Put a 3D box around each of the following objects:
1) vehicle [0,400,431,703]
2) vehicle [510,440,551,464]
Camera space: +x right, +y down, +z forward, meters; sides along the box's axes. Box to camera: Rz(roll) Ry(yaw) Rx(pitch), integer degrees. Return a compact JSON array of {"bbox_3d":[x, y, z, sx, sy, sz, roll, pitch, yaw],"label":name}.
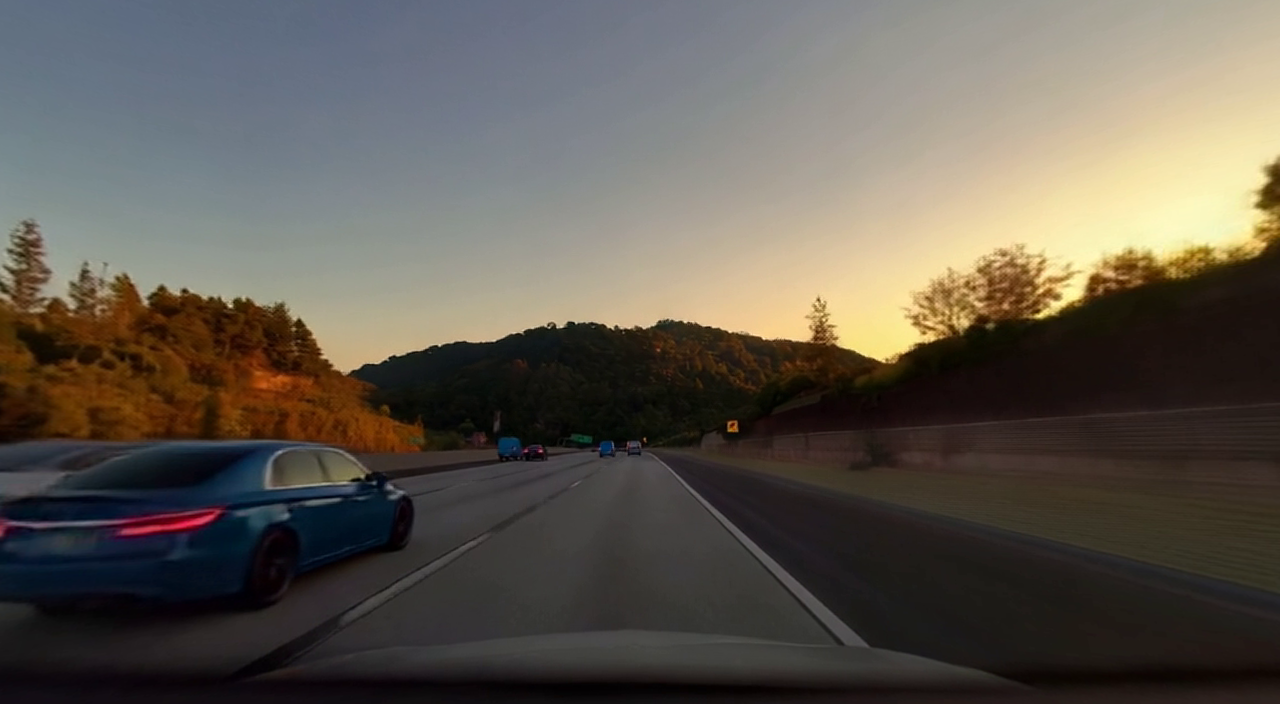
[{"bbox_3d":[-3.526,1.292,4.829,2.081,1.514,4.943,0,-8,1],"label":"vehicle"},{"bbox_3d":[-7.506,6.876,43.523,2.014,1.598,4.015,0,-8,1],"label":"vehicle"}]
